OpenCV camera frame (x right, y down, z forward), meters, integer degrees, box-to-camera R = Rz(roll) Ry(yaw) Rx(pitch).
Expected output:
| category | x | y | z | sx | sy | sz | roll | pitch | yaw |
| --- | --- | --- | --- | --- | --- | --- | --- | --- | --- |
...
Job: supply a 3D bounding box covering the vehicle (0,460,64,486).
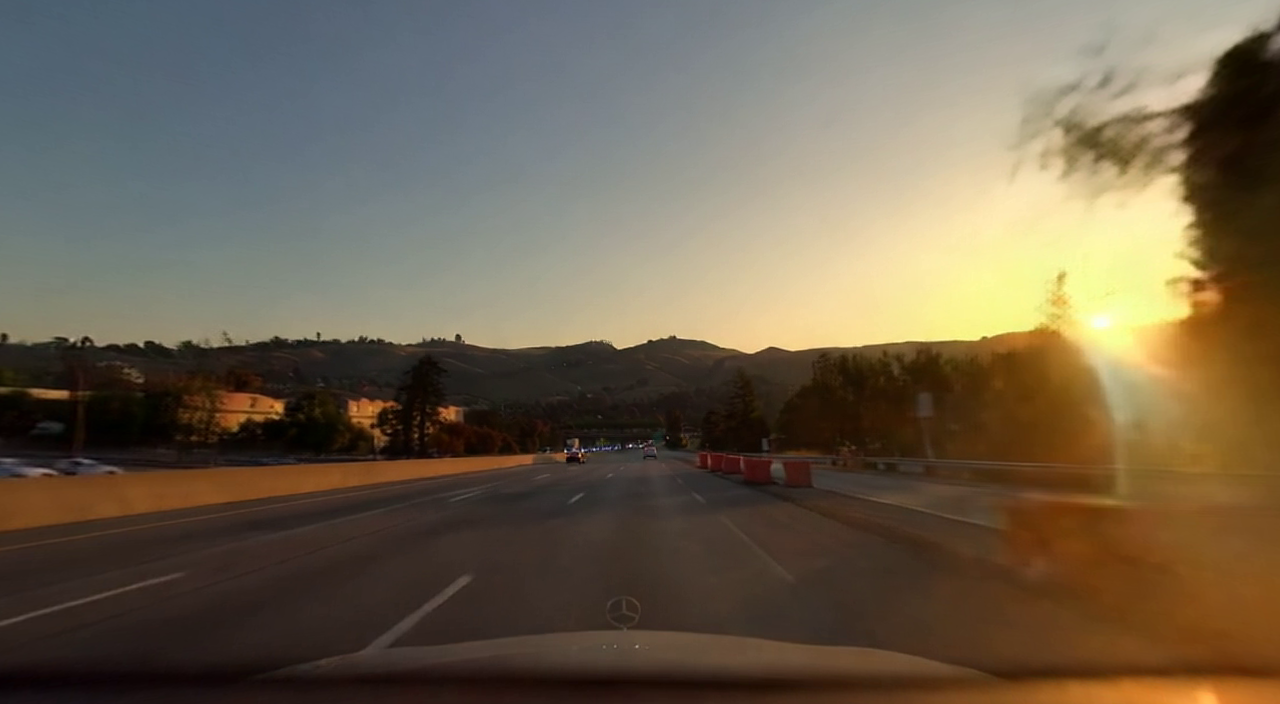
| category | x | y | z | sx | sy | sz | roll | pitch | yaw |
| --- | --- | --- | --- | --- | --- | --- | --- | --- | --- |
| vehicle | -37.246 | 7.233 | 37.755 | 3.852 | 1.492 | 1.615 | -1 | -9 | 5 |
